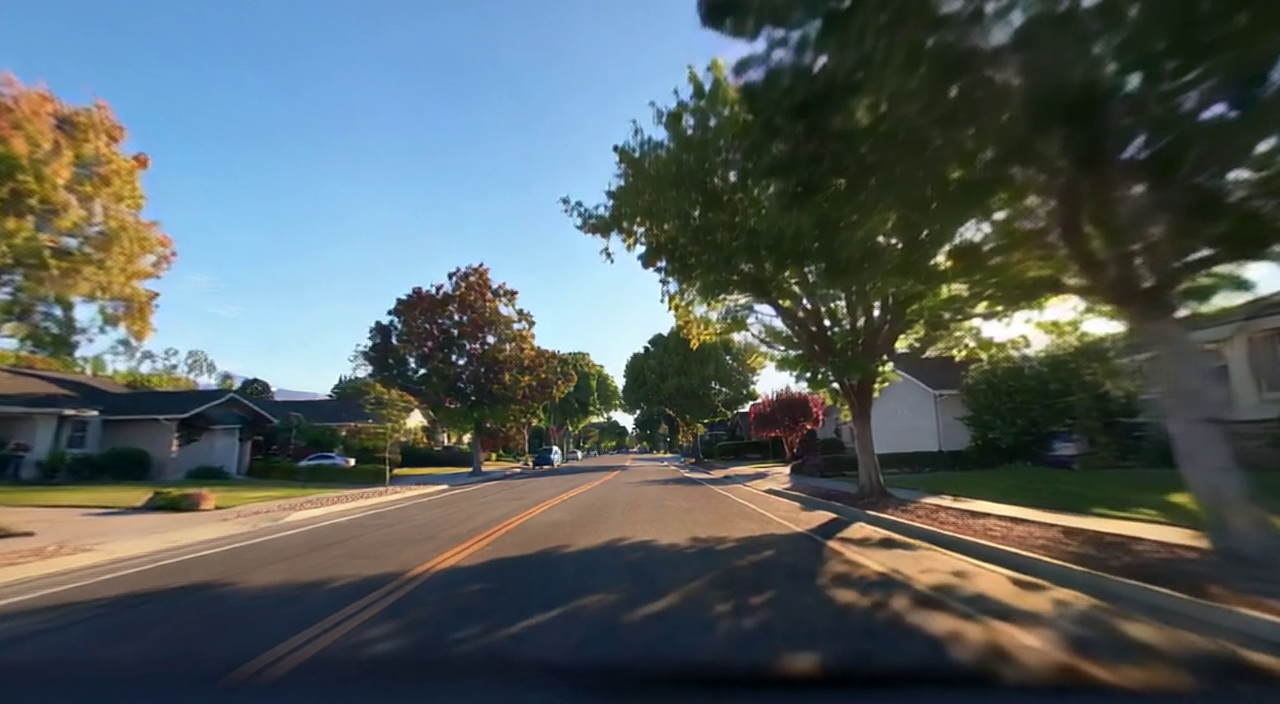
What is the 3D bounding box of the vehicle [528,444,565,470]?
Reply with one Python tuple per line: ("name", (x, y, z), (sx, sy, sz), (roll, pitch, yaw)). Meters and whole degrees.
("vehicle", (-7.184, 8.098, 48.930), (2.209, 1.807, 4.432), (-1, -9, -1))
